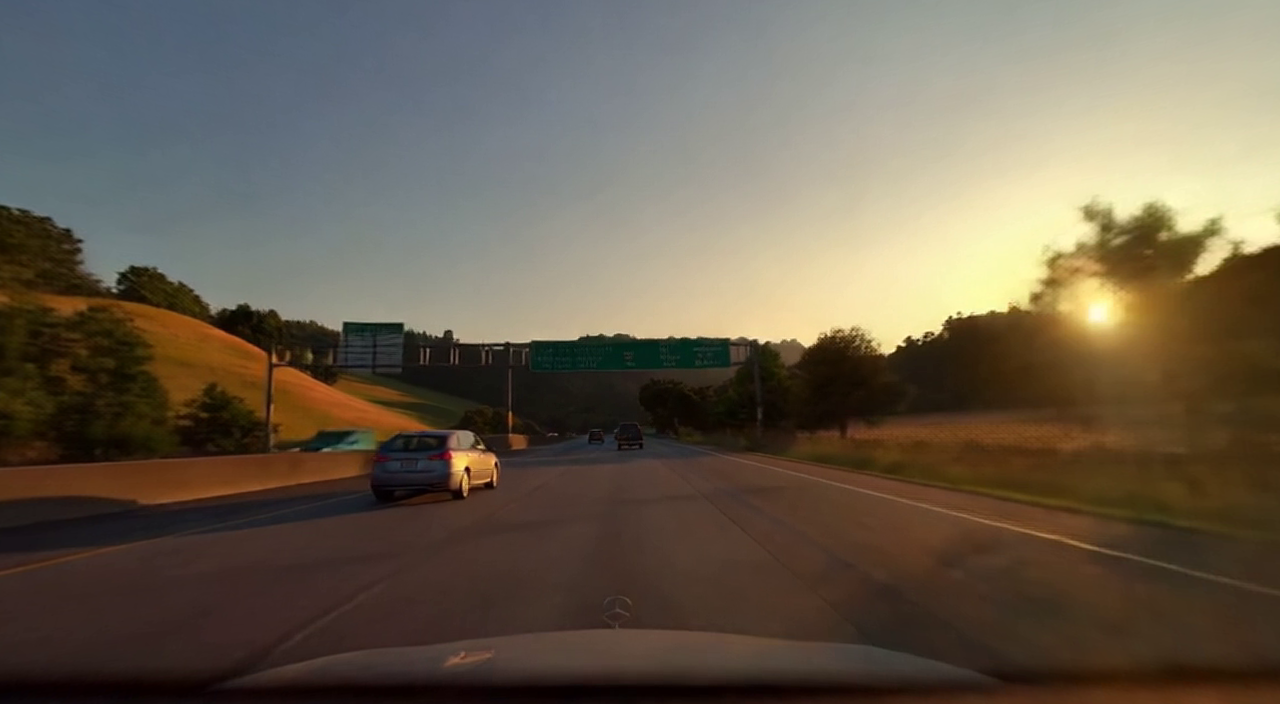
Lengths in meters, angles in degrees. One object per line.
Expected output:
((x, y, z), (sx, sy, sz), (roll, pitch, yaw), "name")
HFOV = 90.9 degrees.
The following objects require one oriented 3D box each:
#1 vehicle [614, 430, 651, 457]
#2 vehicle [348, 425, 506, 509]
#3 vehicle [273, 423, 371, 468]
((-0.485, 5.782, 39.906), (2.162, 1.616, 4.242), (0, -8, -1), "vehicle")
((-4.251, 2.338, 13.384), (1.931, 1.483, 4.105), (0, -8, 0), "vehicle")
((-12.856, 3.788, 25.797), (1.893, 1.689, 4.182), (0, -8, -1), "vehicle")
